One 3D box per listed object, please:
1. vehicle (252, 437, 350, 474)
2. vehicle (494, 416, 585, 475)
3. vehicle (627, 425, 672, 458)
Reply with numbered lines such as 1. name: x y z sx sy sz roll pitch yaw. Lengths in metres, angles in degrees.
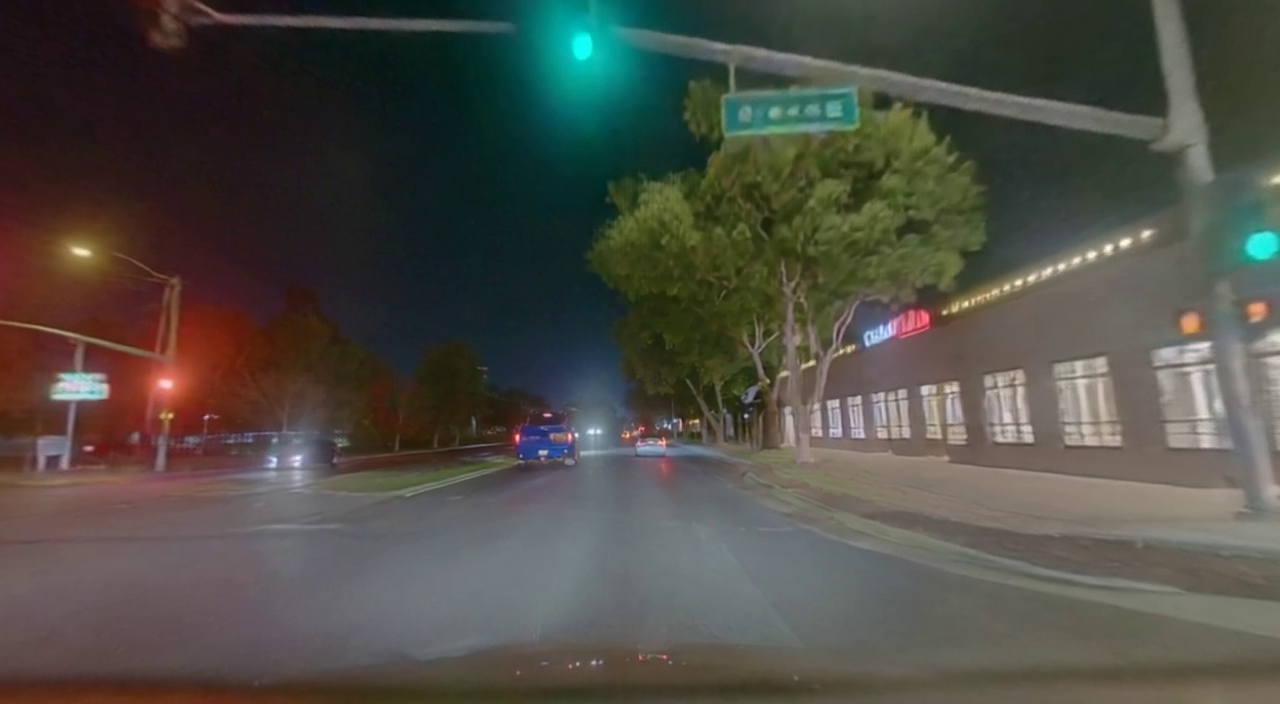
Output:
1. vehicle: -15.884 4.833 29.953 1.912 1.432 5.070 -3 -8 0
2. vehicle: -3.287 3.202 21.912 2.464 1.777 5.128 0 -8 -1
3. vehicle: 0.418 4.472 31.624 2.103 1.487 4.101 -1 -8 0
